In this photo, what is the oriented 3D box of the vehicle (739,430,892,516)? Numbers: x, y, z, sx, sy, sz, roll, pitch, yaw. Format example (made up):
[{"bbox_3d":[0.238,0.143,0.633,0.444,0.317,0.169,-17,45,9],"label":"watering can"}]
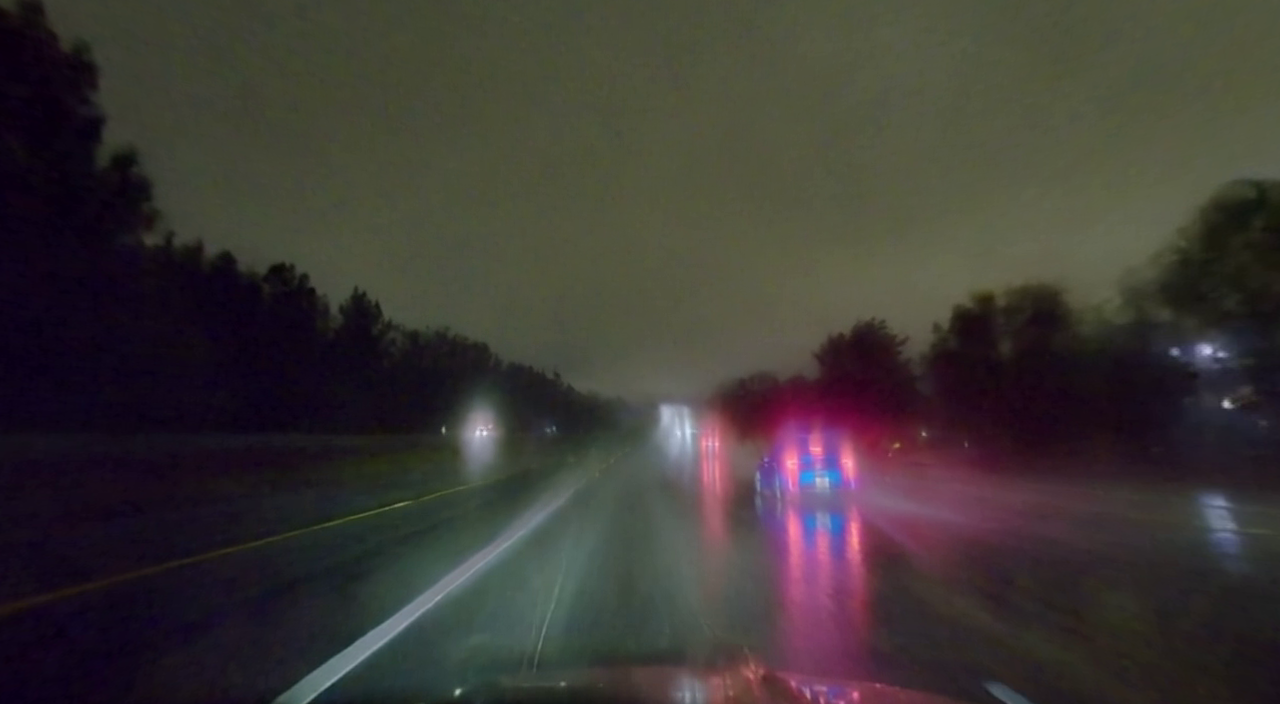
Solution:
[{"bbox_3d":[3.570,2.554,13.800,2.050,1.546,4.344,0,-9,-1],"label":"vehicle"}]
